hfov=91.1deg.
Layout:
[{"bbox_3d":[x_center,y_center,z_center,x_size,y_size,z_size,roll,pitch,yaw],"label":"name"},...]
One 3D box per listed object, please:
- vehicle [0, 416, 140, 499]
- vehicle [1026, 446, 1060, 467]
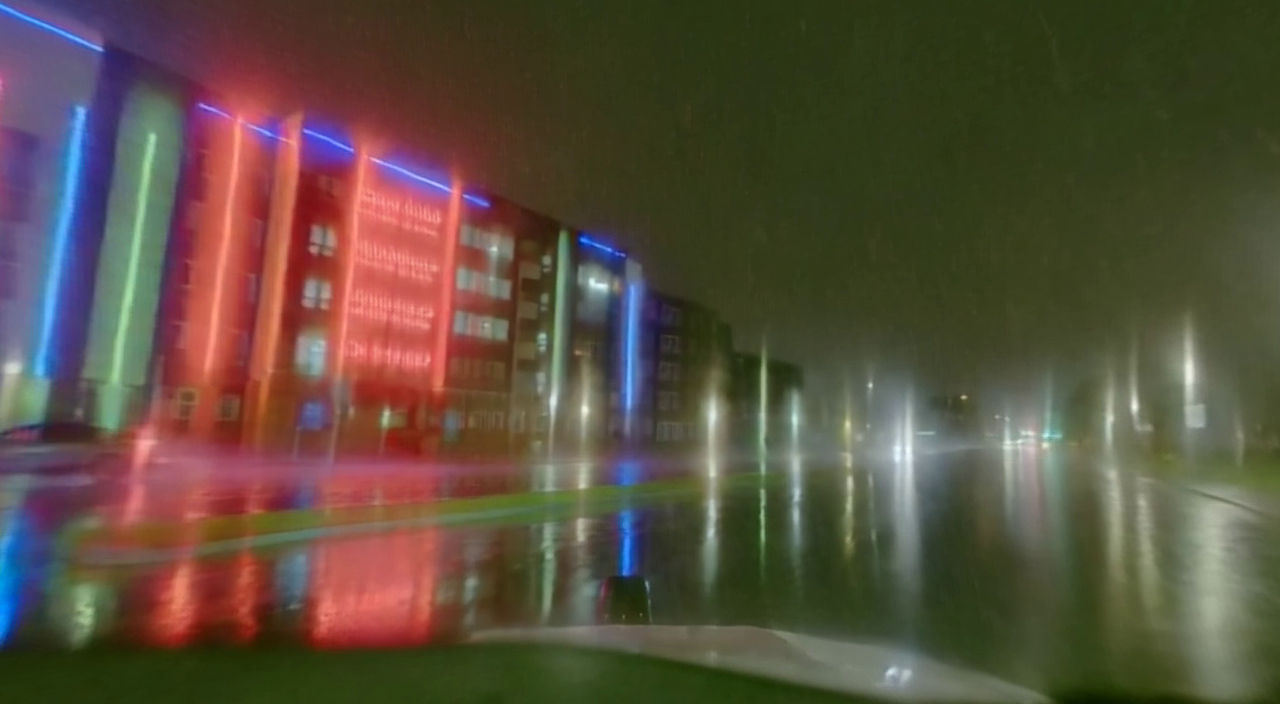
[{"bbox_3d":[-14.652,2.368,14.165,2.030,1.775,4.713,-6,-10,32],"label":"vehicle"},{"bbox_3d":[31.573,8.179,49.272,2.055,1.503,4.632,-5,-10,31],"label":"vehicle"}]
